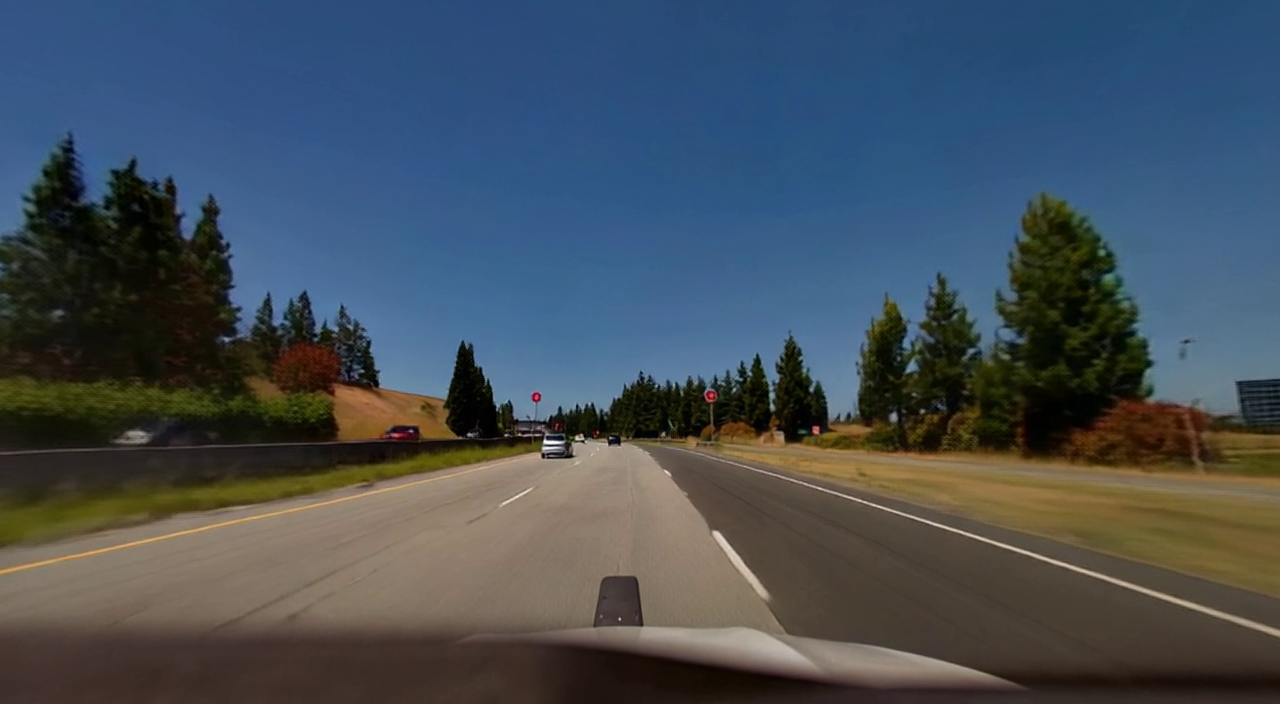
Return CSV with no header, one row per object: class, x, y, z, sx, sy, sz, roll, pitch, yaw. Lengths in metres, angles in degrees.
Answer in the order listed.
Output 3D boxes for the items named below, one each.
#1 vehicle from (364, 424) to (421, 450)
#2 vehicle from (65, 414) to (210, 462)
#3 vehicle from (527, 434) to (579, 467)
vehicle,-16.707,5.775,42.750,2.089,1.652,4.505,0,-8,-1
vehicle,-19.703,3.415,25.062,1.923,1.691,4.650,0,-8,-1
vehicle,-3.923,4.483,28.942,1.874,1.369,3.875,0,-8,-1
